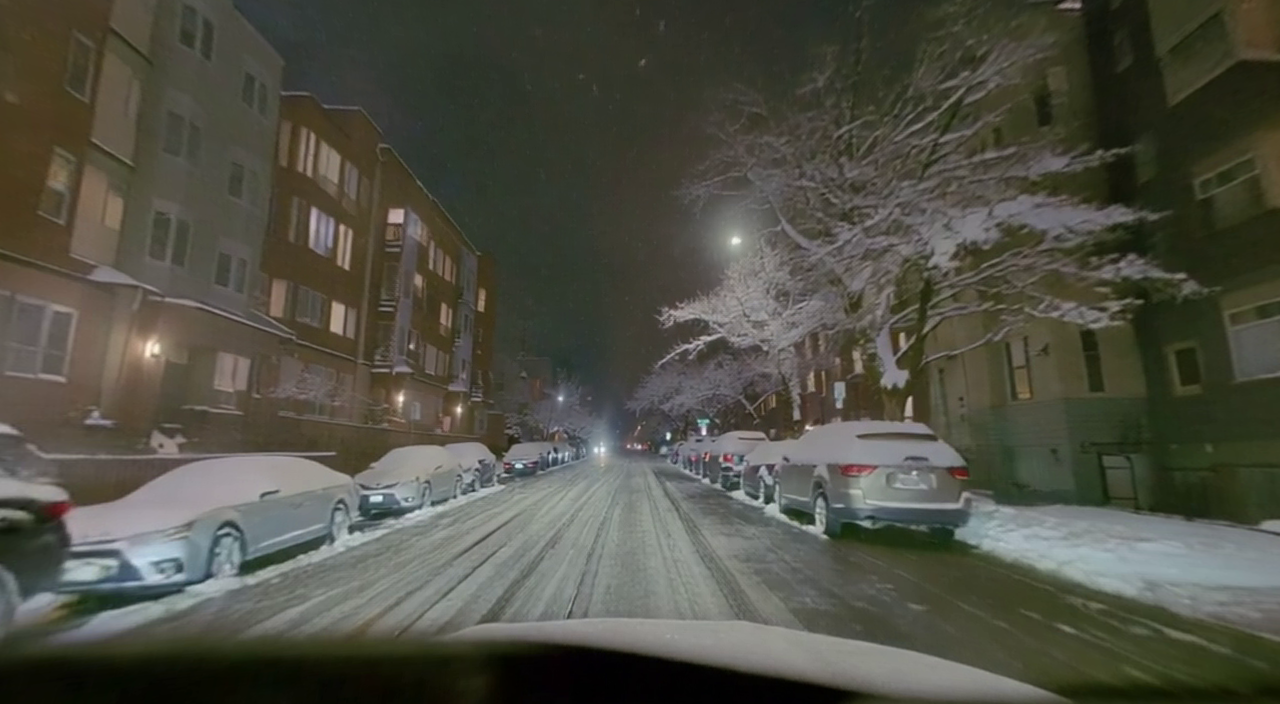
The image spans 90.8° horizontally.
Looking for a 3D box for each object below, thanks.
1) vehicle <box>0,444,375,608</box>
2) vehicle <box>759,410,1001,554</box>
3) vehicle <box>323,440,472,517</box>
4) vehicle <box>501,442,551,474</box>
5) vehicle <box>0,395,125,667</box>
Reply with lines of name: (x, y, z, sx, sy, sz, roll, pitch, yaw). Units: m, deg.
vehicle: (-5.115, 1.872, 7.908, 1.649, 1.408, 4.665, 0, -8, -1)
vehicle: (3.492, 2.007, 10.518, 1.912, 1.781, 5.159, 0, -8, -1)
vehicle: (-5.353, 2.811, 14.660, 1.711, 1.500, 4.510, 0, -8, -1)
vehicle: (-5.668, 5.318, 31.982, 1.647, 1.481, 4.433, 0, -8, 1)
vehicle: (-4.993, 0.935, 2.616, 1.922, 1.728, 4.628, 0, -8, -2)
